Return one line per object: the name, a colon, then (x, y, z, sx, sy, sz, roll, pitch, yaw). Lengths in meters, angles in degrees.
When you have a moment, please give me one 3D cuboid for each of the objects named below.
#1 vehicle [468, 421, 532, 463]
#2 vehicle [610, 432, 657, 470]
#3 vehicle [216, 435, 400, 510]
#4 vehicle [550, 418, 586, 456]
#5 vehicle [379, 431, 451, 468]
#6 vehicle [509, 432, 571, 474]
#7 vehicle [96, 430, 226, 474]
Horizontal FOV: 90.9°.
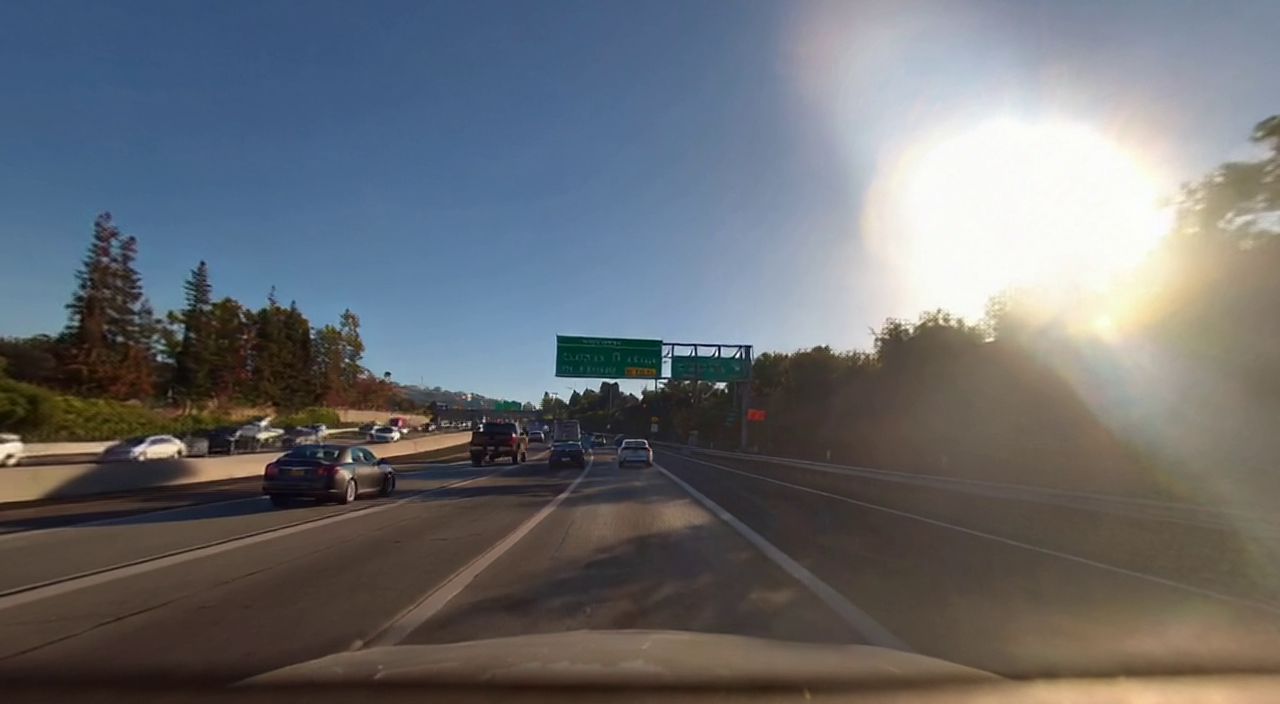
vehicle: (-8.619, 5.656, 39.595, 2.773, 2.402, 6.232, 0, -8, -2)
vehicle: (-0.364, 4.662, 29.986, 2.092, 1.671, 3.772, 0, -8, -2)
vehicle: (-7.496, 2.738, 14.855, 1.896, 1.465, 4.399, 0, -8, 0)
vehicle: (-5.413, 6.520, 48.077, 2.279, 2.672, 5.256, 0, -8, -2)
vehicle: (-11.833, 5.152, 33.559, 2.079, 1.807, 5.187, 0, -8, -2)
vehicle: (-4.152, 4.250, 26.781, 2.005, 1.631, 4.295, 0, -8, -1)
vehicle: (-19.639, 4.105, 26.176, 1.931, 1.643, 4.533, 0, -8, -3)
